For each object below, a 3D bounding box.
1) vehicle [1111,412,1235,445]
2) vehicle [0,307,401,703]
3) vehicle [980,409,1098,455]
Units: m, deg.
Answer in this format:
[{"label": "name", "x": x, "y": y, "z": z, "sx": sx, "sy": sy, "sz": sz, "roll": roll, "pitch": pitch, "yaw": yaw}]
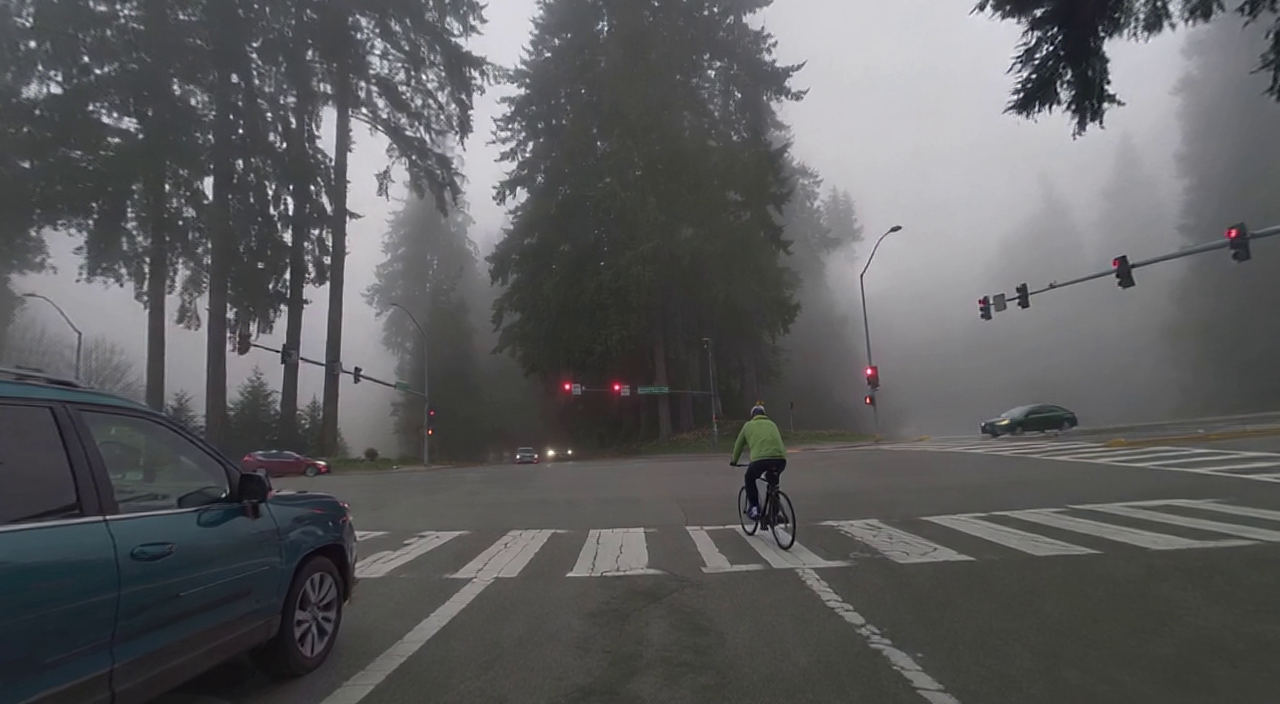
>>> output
[{"label": "vehicle", "x": 25.742, "y": 3.726, "z": 30.509, "sx": 4.716, "sy": 1.507, "sz": 1.904, "roll": 2, "pitch": -9, "yaw": -11}, {"label": "vehicle", "x": -2.969, "y": 0.872, "z": 2.752, "sx": 2.049, "sy": 1.756, "sz": 4.602, "roll": 0, "pitch": -8, "yaw": 0}, {"label": "vehicle", "x": 18.546, "y": 3.752, "z": 29.392, "sx": 4.237, "sy": 1.948, "sz": 1.997, "roll": 0, "pitch": -9, "yaw": -9}]
